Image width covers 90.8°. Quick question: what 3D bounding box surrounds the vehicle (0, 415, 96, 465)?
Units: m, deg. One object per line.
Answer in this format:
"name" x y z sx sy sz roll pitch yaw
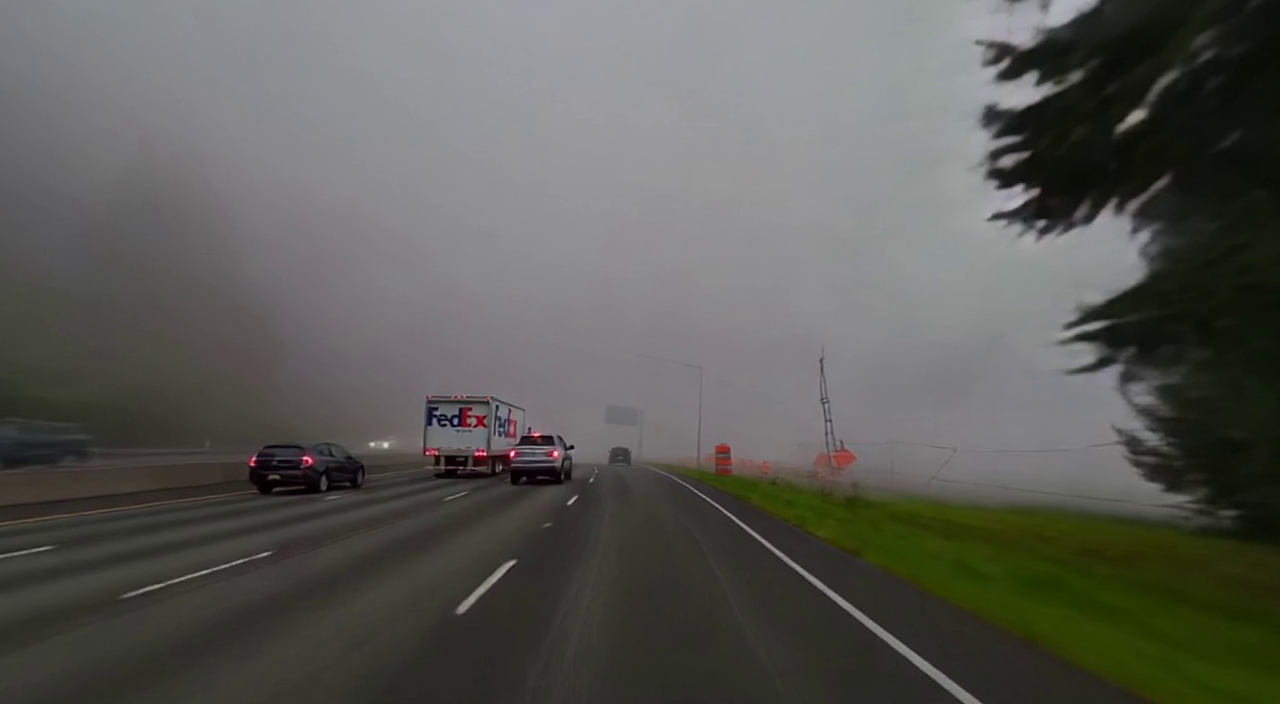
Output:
"vehicle" -26.712 3.766 26.785 2.229 1.969 5.765 0 -9 -2

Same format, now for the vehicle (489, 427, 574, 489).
"vehicle" -3.602 3.640 21.946 2.170 1.886 4.628 0 -9 -1

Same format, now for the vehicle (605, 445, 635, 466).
"vehicle" -1.510 7.603 46.647 2.043 1.489 3.839 1 -9 -4

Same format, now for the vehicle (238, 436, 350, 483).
"vehicle" -13.604 4.256 25.213 2.018 1.668 4.409 0 -9 -1

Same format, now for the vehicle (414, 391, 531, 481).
"vehicle" -6.823 3.710 27.343 2.870 3.266 8.589 0 -9 -1
